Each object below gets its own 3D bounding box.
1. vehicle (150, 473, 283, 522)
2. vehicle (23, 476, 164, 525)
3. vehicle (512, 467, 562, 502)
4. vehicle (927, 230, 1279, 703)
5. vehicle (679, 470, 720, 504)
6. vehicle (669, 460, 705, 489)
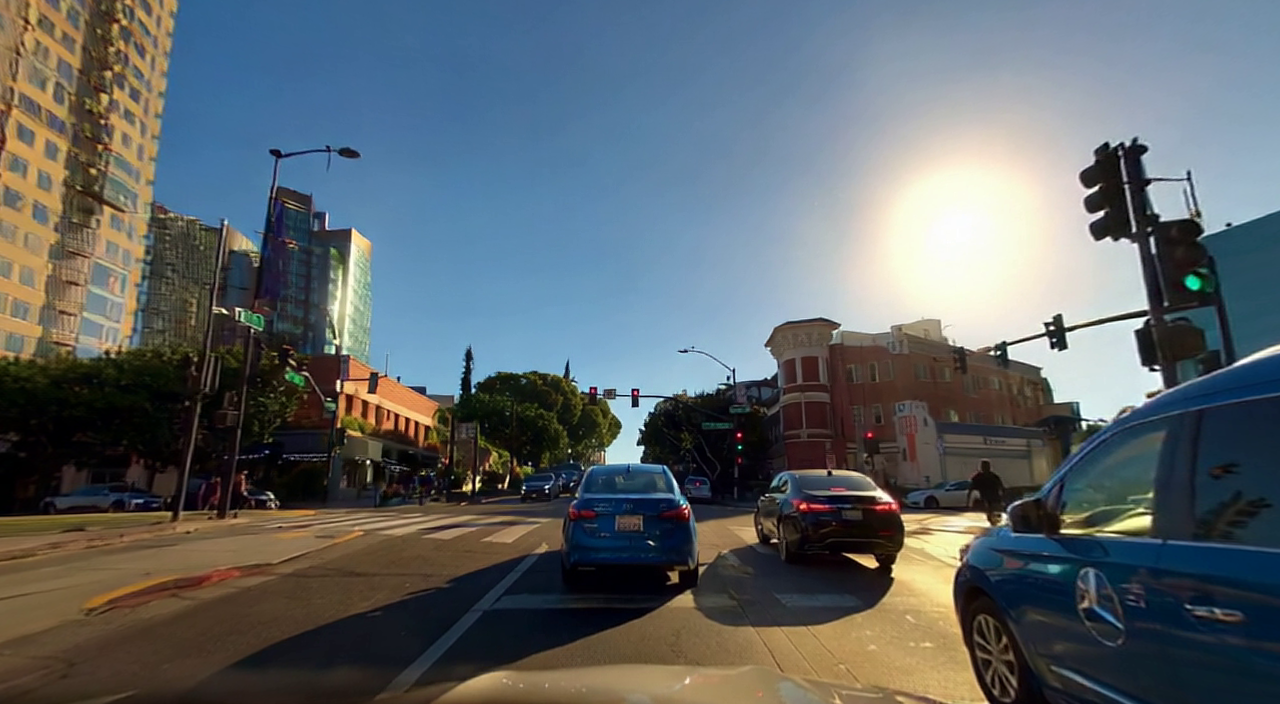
[{"bbox_3d":[-19.684,6.772,29.452,4.750,2.083,2.002,-1,-9,3],"label":"vehicle"},{"bbox_3d":[-25.448,6.912,29.478,4.588,2.048,2.110,-1,-9,1],"label":"vehicle"},{"bbox_3d":[-6.241,8.079,38.733,2.226,1.896,4.438,-1,-9,1],"label":"vehicle"},{"bbox_3d":[3.194,0.503,0.989,2.632,1.979,6.096,0,-9,0],"label":"vehicle"},{"bbox_3d":[3.568,8.189,38.493,1.908,1.741,4.066,0,-9,-3],"label":"vehicle"},{"bbox_3d":[3.491,9.268,47.832,2.365,1.994,4.259,0,-9,0],"label":"vehicle"}]
